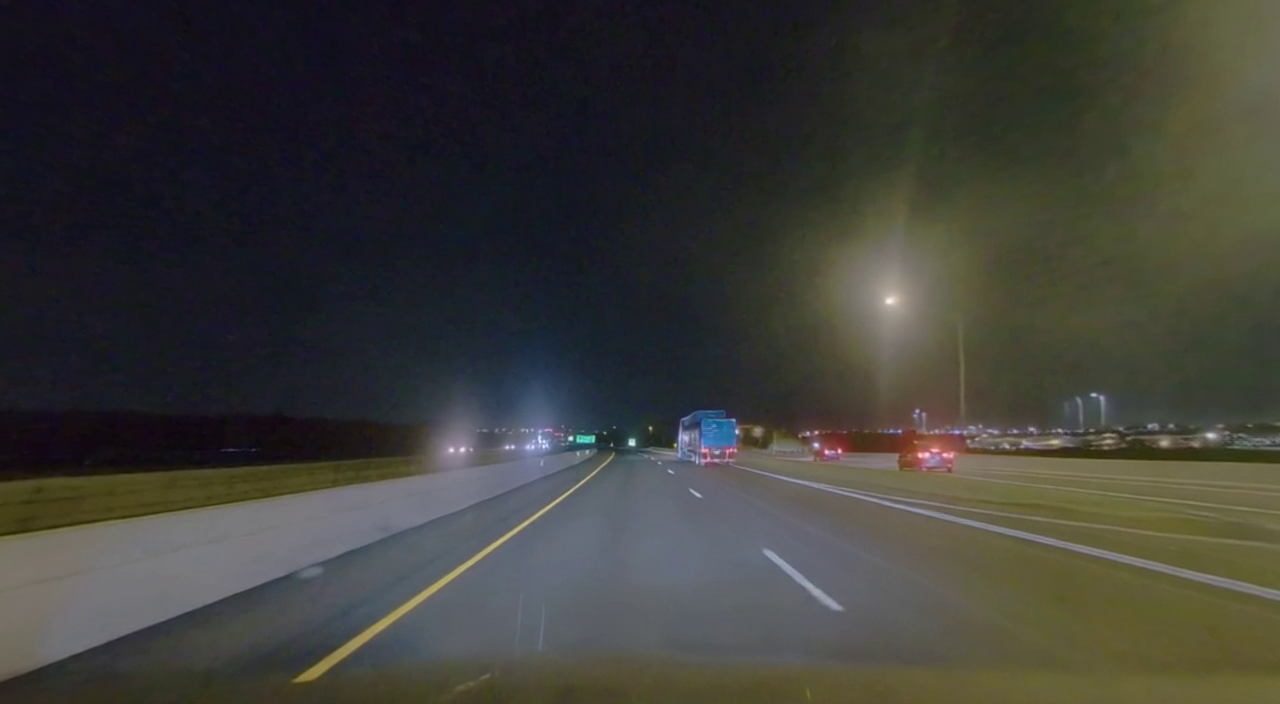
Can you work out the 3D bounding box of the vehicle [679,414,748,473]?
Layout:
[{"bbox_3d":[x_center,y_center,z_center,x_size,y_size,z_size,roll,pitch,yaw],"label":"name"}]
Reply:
[{"bbox_3d":[3.359,4.374,30.200,2.430,2.495,6.062,0,-8,-1],"label":"vehicle"}]
